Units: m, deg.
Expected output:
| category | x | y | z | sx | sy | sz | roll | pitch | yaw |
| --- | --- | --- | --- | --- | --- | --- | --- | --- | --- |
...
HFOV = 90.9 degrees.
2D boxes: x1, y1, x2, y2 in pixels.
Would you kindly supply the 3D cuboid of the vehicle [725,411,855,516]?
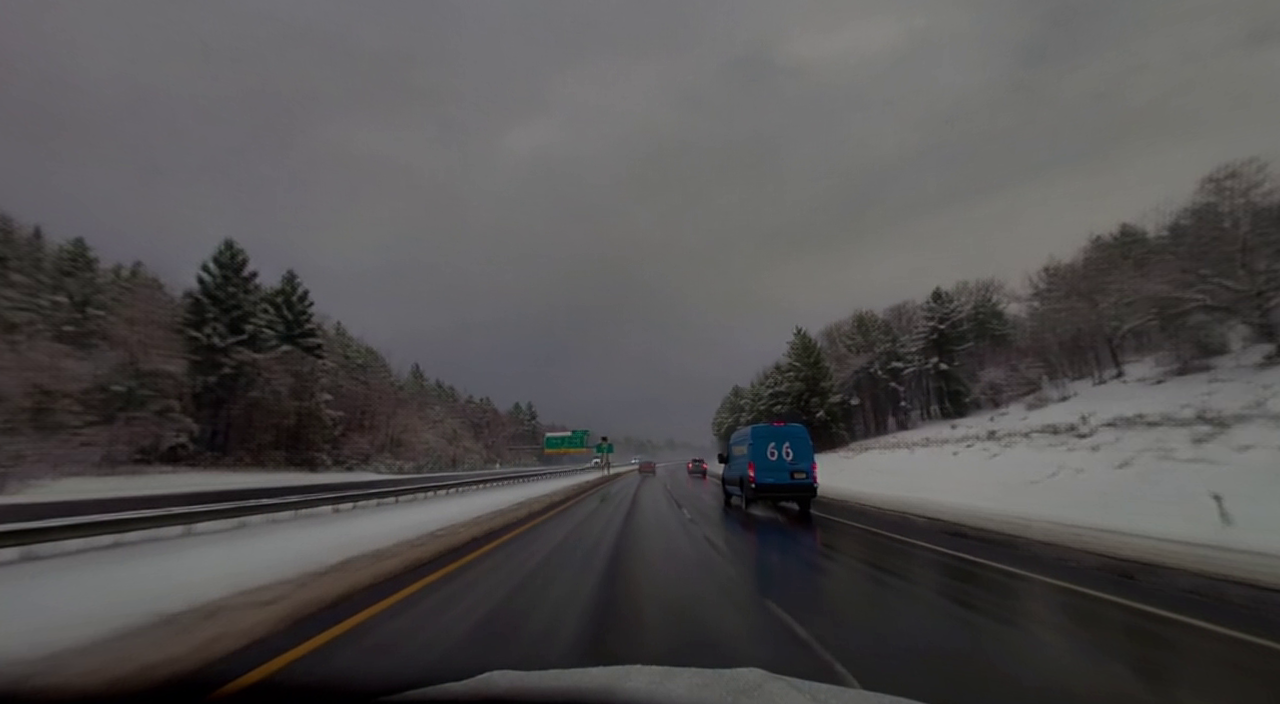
| category | x | y | z | sx | sy | sz | roll | pitch | yaw |
| --- | --- | --- | --- | --- | --- | --- | --- | --- | --- |
| vehicle | 4.162 | 3.327 | 18.755 | 2.366 | 2.595 | 5.793 | 1 | -11 | -1 |
